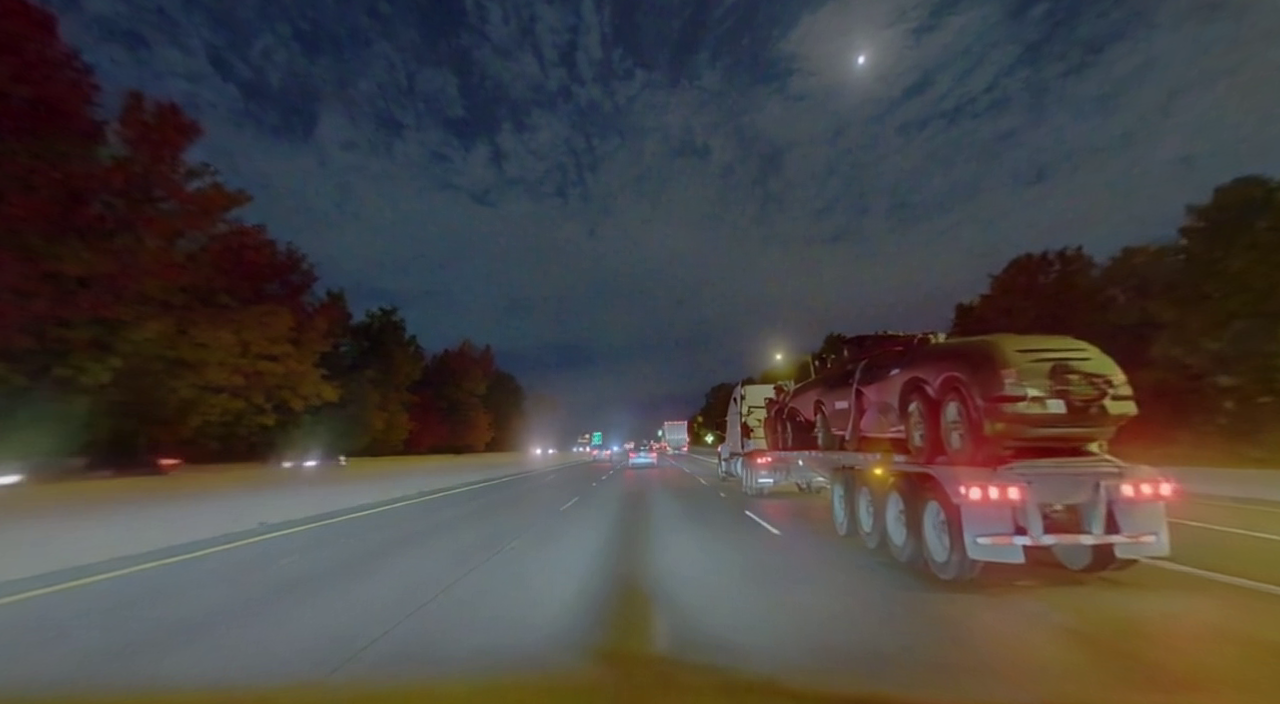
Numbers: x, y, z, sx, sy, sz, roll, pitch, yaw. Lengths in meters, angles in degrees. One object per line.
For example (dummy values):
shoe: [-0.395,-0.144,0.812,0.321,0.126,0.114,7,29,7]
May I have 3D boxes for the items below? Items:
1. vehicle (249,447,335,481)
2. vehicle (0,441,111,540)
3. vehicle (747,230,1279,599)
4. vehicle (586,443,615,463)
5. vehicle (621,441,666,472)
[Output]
vehicle: [-18.049,5.812,32.912,1.917,1.619,4.369,0,-8,1]
vehicle: [-10.707,2.075,9.359,1.955,1.488,4.226,0,-8,1]
vehicle: [4.789,1.432,12.067,3.150,3.257,13.098,0,-8,0]
vehicle: [-2.917,7.550,47.266,1.928,1.464,3.706,0,-8,1]
vehicle: [0.174,5.316,32.349,2.152,1.484,4.211,0,-8,1]
